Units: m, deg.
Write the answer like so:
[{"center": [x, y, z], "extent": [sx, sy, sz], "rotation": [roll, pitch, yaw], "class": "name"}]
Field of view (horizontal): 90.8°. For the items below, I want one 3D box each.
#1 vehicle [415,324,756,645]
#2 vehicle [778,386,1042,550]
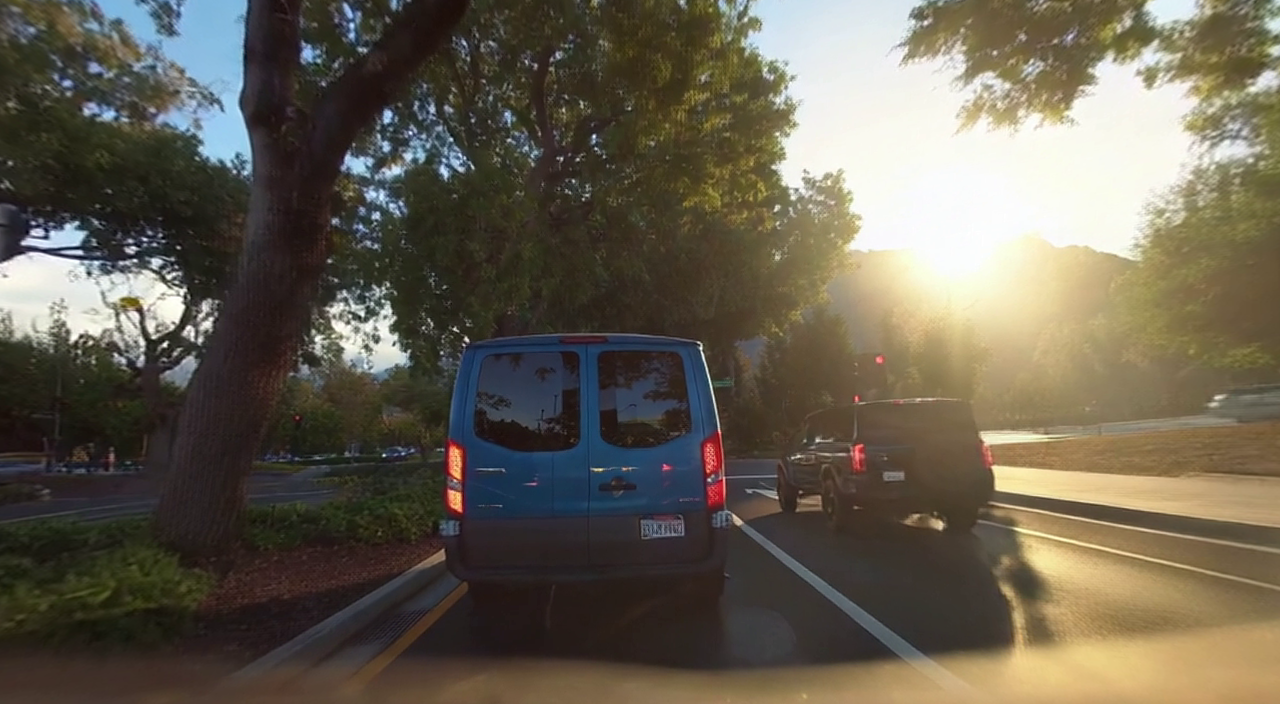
[{"center": [-0.305, 1.144, 6.252], "extent": [2.145, 2.046, 4.309], "rotation": [0, -9, 1], "class": "vehicle"}, {"center": [3.551, 1.625, 9.315], "extent": [1.988, 1.873, 3.968], "rotation": [0, -9, -2], "class": "vehicle"}]
